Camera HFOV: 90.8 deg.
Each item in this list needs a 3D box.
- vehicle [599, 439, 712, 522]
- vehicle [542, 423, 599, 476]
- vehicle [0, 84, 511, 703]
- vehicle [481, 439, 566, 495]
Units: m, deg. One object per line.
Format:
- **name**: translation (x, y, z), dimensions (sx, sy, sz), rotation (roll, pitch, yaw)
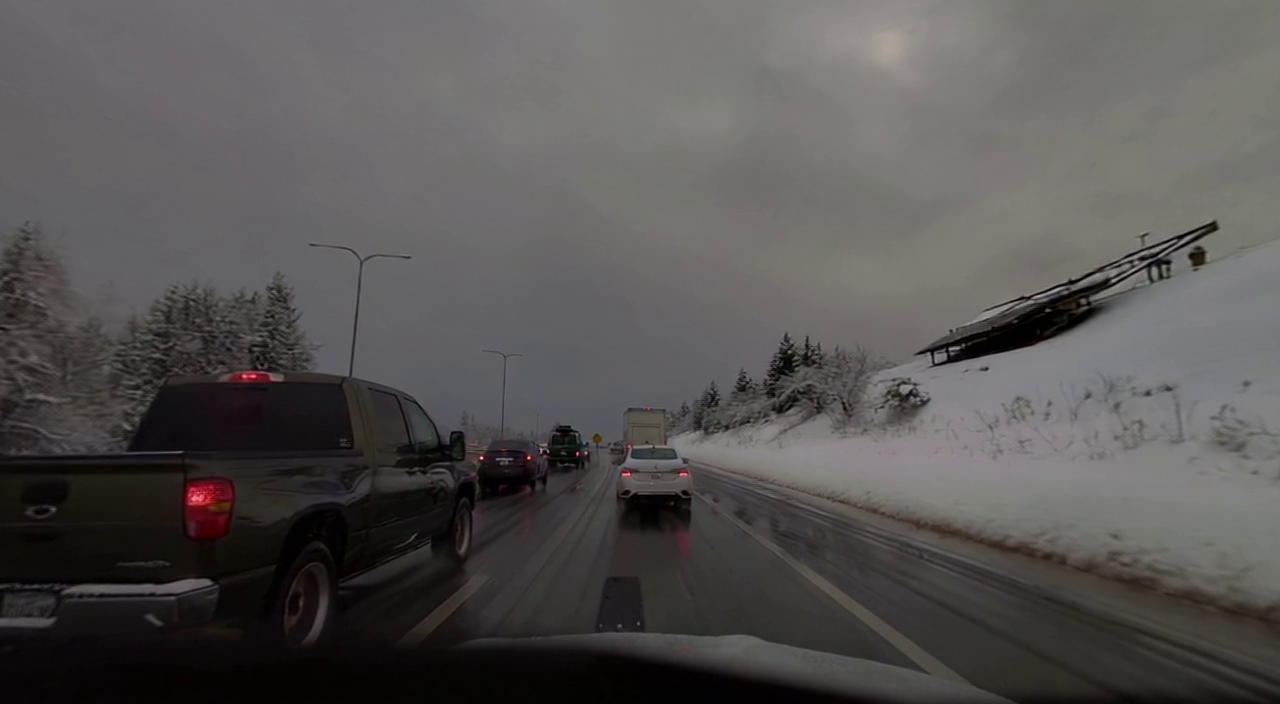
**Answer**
- **vehicle**: translation (0.266, 2.637, 13.414), dimensions (2.063, 1.507, 3.488), rotation (0, -9, -1)
- **vehicle**: translation (-3.658, 5.316, 34.418), dimensions (2.290, 2.613, 5.975), rotation (0, -9, 1)
- **vehicle**: translation (-2.998, 0.849, 5.542), dimensions (2.289, 2.757, 6.726), rotation (0, -9, 0)
- **vehicle**: translation (-3.650, 3.687, 20.506), dimensions (1.963, 1.627, 3.849), rotation (0, -9, 1)
